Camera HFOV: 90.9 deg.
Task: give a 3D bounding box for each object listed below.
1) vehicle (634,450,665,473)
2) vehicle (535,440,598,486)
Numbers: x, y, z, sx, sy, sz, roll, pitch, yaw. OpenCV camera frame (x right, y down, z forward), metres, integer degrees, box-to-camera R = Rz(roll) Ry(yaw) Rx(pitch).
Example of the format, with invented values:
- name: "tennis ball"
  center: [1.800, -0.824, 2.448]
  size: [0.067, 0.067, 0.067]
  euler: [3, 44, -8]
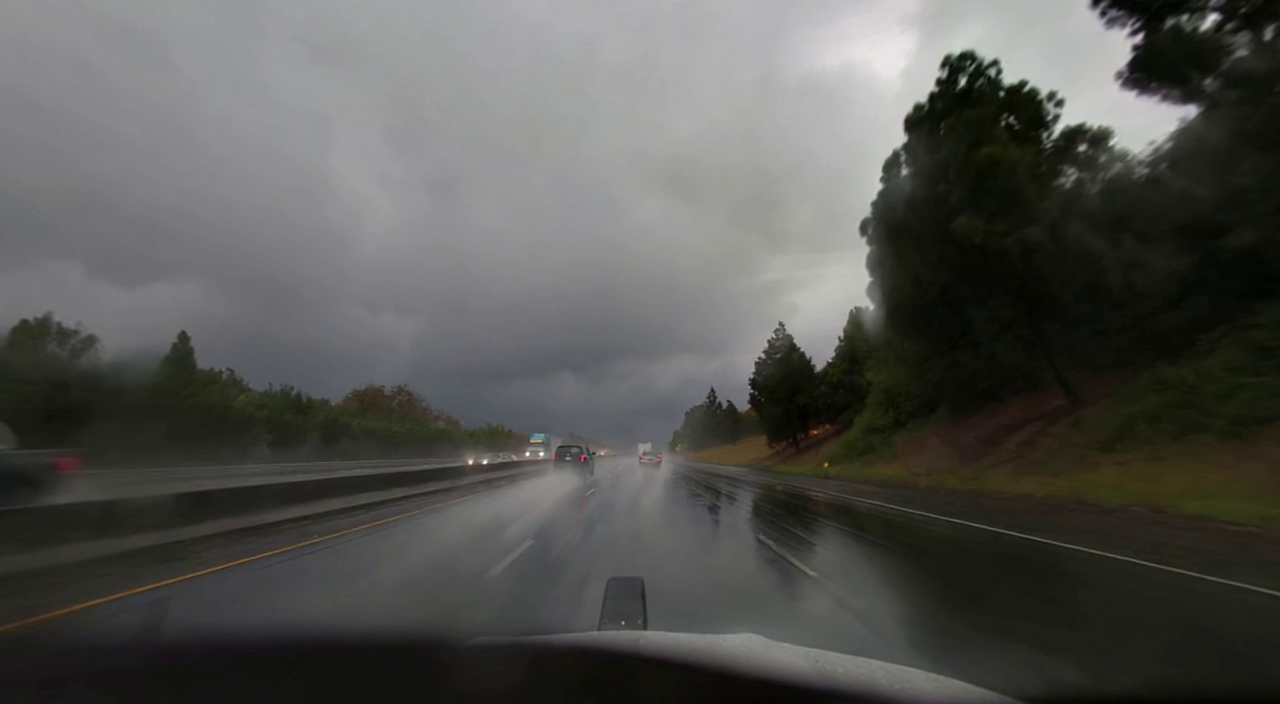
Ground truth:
- name: "vehicle"
  center: [0.654, 7.661, 44.288]
  size: [2.036, 1.519, 4.225]
  euler: [0, -9, 0]
- name: "vehicle"
  center: [-3.042, 4.731, 27.122]
  size: [2.143, 1.770, 4.283]
  euler: [0, -9, 1]
